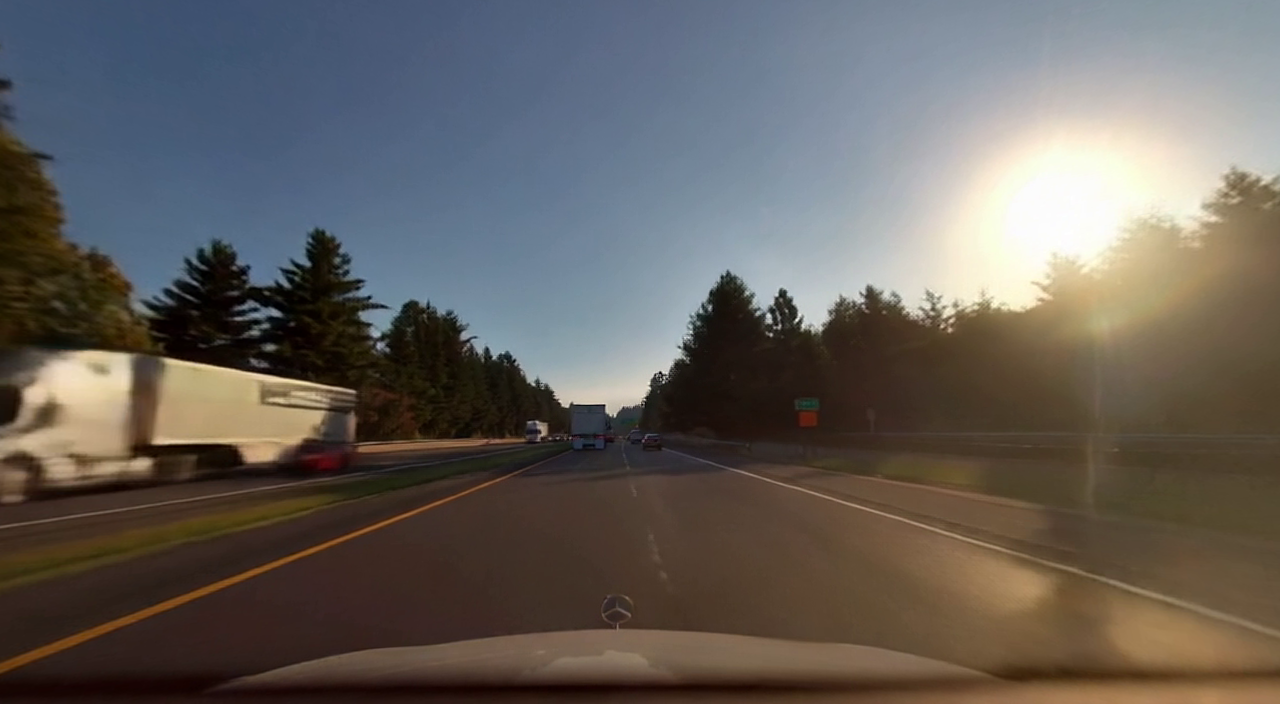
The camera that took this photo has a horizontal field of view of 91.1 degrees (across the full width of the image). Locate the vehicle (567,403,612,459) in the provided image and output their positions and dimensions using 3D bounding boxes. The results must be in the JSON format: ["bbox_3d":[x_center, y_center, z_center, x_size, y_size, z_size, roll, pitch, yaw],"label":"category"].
[{"bbox_3d":[-2.985,4.912,38.801,2.450,3.098,6.965,0,-8,-2],"label":"vehicle"}]

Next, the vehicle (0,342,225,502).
[{"bbox_3d":[-15.479,2.063,18.166,2.952,3.869,5.852,0,-8,-3],"label":"vehicle"}]
